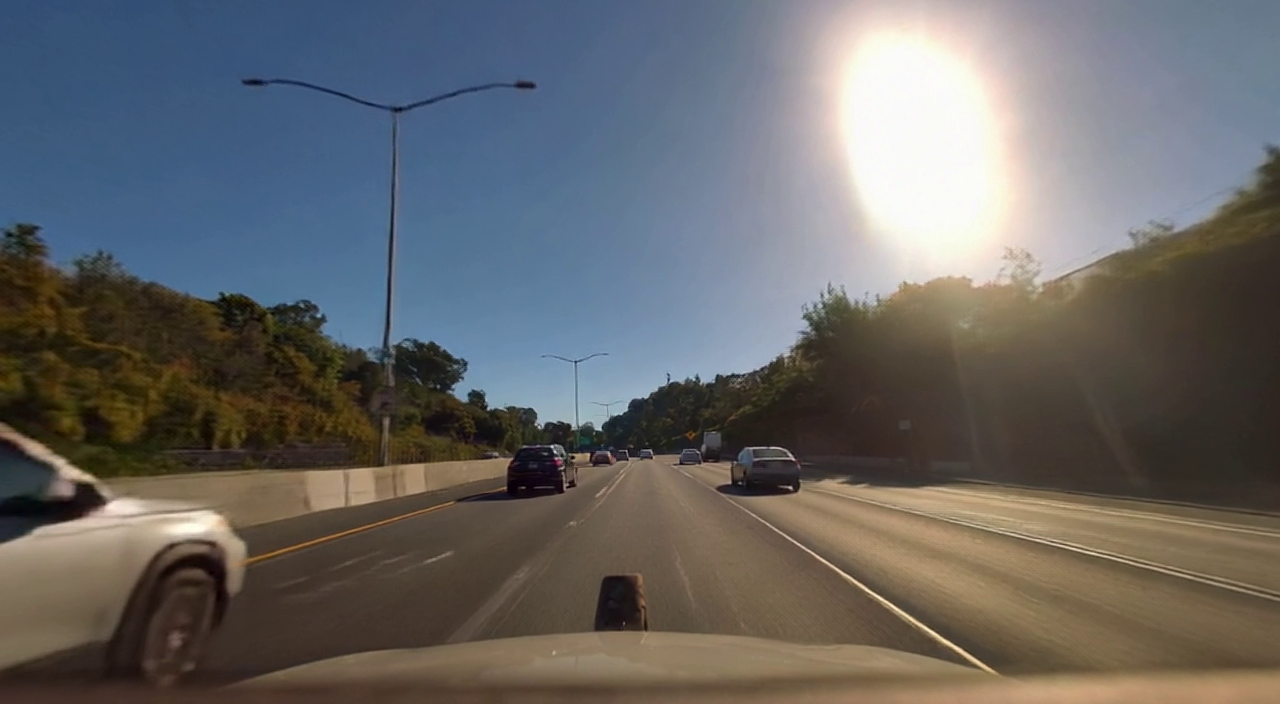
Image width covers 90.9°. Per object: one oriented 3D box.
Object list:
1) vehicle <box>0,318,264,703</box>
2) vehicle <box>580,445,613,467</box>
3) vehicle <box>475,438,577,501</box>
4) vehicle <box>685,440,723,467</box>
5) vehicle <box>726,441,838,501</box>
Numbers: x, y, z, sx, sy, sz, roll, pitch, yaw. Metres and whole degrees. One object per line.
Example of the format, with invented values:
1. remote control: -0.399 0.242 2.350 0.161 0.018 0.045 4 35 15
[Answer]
1. vehicle: -3.437 0.650 1.490 2.139 1.764 4.707 0 -8 1
2. vehicle: -3.208 7.714 46.950 2.099 1.494 4.504 0 -8 1
3. vehicle: -3.195 3.404 18.792 1.974 1.589 5.047 -1 -8 1
4. vehicle: 4.441 7.164 44.637 2.144 1.752 4.765 0 -8 0
5. vehicle: 3.823 3.287 17.971 2.040 1.461 4.822 0 -8 0
